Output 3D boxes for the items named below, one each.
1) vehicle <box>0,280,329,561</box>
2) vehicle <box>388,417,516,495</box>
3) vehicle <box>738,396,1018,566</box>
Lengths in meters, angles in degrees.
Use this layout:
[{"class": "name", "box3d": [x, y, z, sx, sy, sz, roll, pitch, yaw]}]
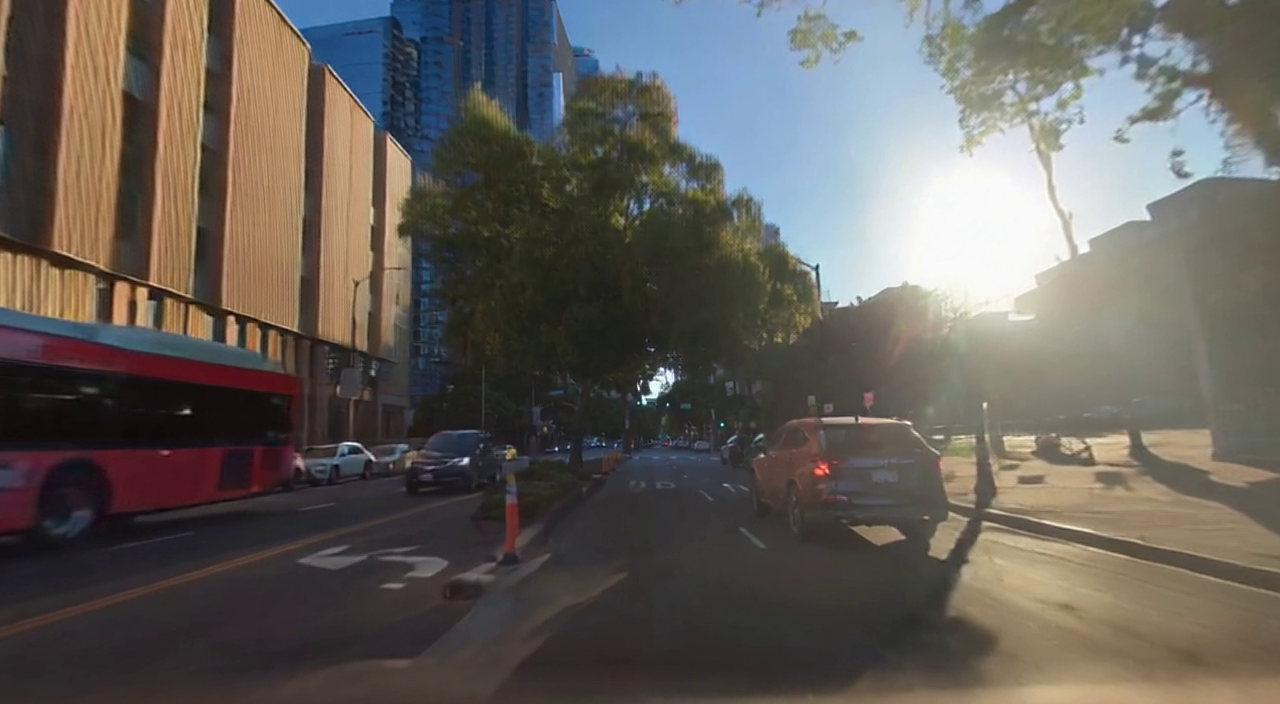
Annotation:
[{"class": "vehicle", "box3d": [-8.999, 1.298, 10.729, 2.784, 3.310, 8.964, 0, -9, 0]}, {"class": "vehicle", "box3d": [-5.110, 2.922, 17.989, 2.030, 1.881, 4.994, 0, -9, 1]}, {"class": "vehicle", "box3d": [3.037, 1.820, 9.678, 2.118, 1.848, 5.426, 0, -9, -1]}]
